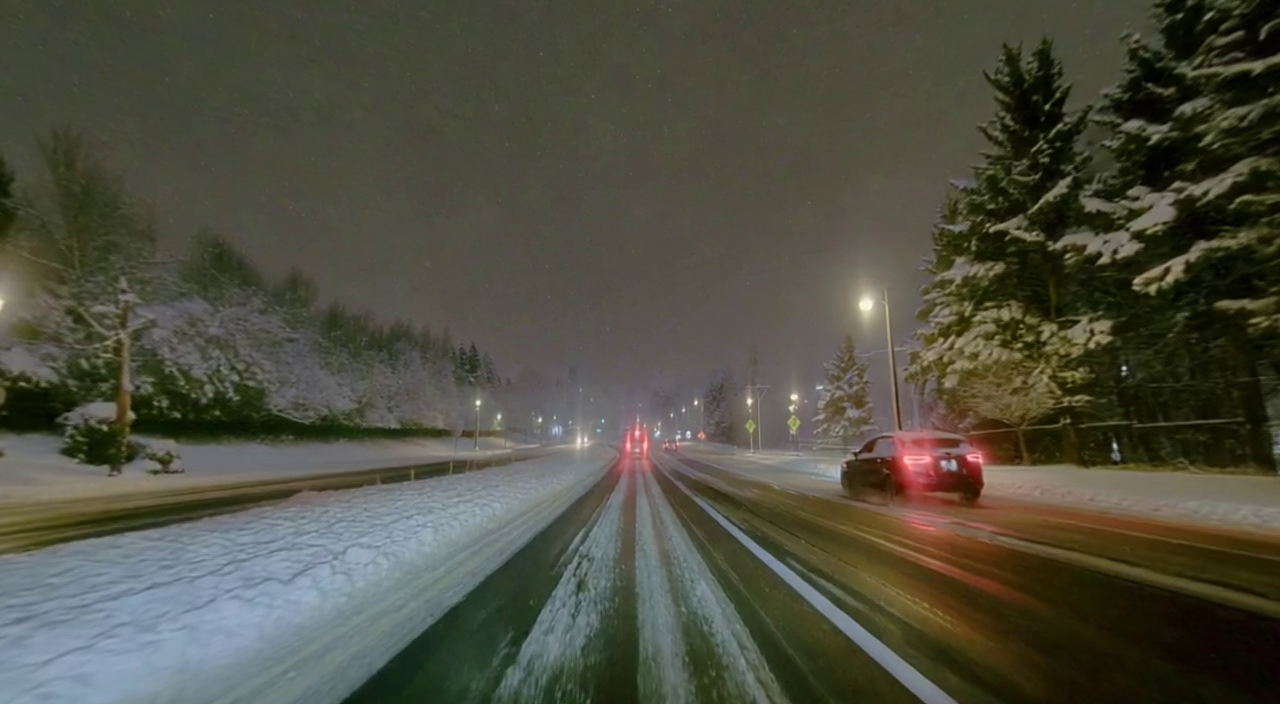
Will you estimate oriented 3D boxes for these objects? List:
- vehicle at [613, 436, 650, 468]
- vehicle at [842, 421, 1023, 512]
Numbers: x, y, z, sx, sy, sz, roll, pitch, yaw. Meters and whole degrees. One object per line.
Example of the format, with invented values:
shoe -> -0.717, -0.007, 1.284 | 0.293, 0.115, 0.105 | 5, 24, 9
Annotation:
vehicle -> -0.478, 6.160, 39.012 | 2.193, 1.794, 4.457 | 0, -8, 0
vehicle -> 6.626, 2.643, 15.037 | 2.026, 1.804, 4.565 | 0, -8, -1
